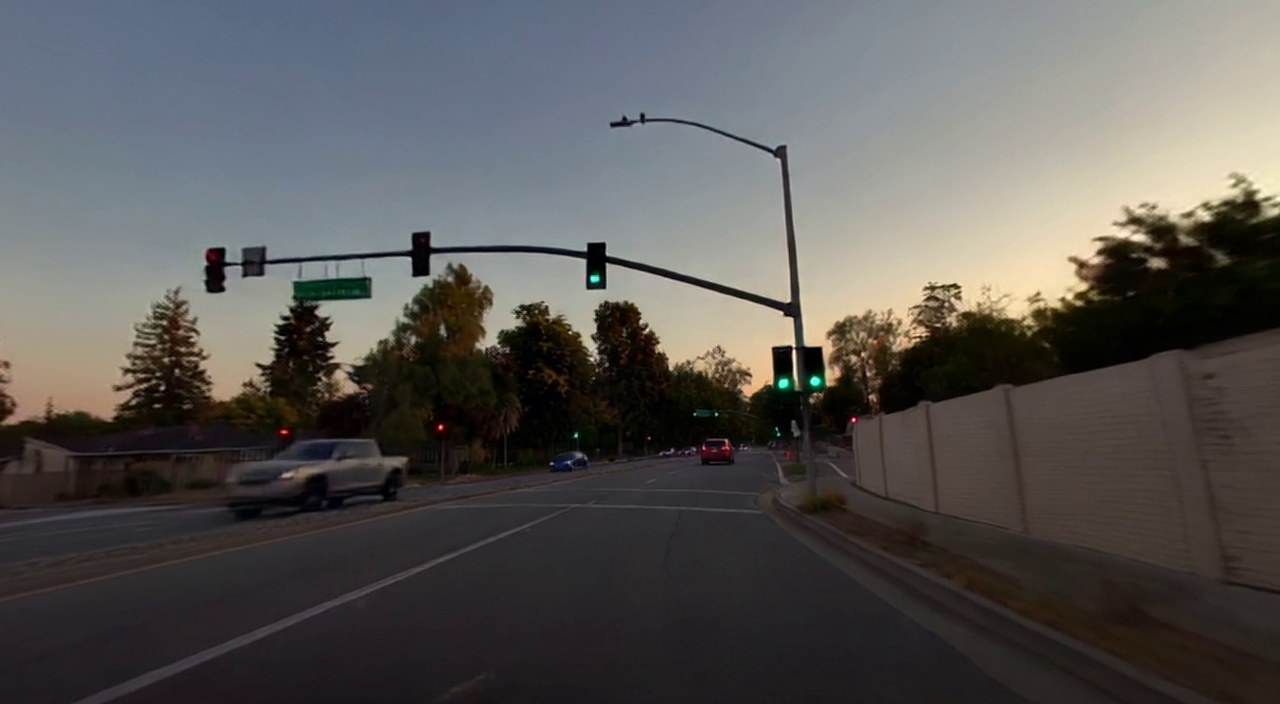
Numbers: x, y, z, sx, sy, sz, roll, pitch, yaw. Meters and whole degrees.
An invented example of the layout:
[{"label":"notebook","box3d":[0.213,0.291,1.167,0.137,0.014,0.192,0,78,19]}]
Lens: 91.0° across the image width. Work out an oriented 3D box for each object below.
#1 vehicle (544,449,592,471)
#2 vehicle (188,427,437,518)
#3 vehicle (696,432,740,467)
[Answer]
[{"label":"vehicle","box3d":[-5.227,7.965,46.596,1.916,1.484,4.867,-2,-9,14]},{"label":"vehicle","box3d":[-8.666,3.265,17.900,2.369,2.041,6.995,-2,-9,11]},{"label":"vehicle","box3d":[4.650,5.722,36.973,2.059,1.908,4.714,-2,-9,12]}]
